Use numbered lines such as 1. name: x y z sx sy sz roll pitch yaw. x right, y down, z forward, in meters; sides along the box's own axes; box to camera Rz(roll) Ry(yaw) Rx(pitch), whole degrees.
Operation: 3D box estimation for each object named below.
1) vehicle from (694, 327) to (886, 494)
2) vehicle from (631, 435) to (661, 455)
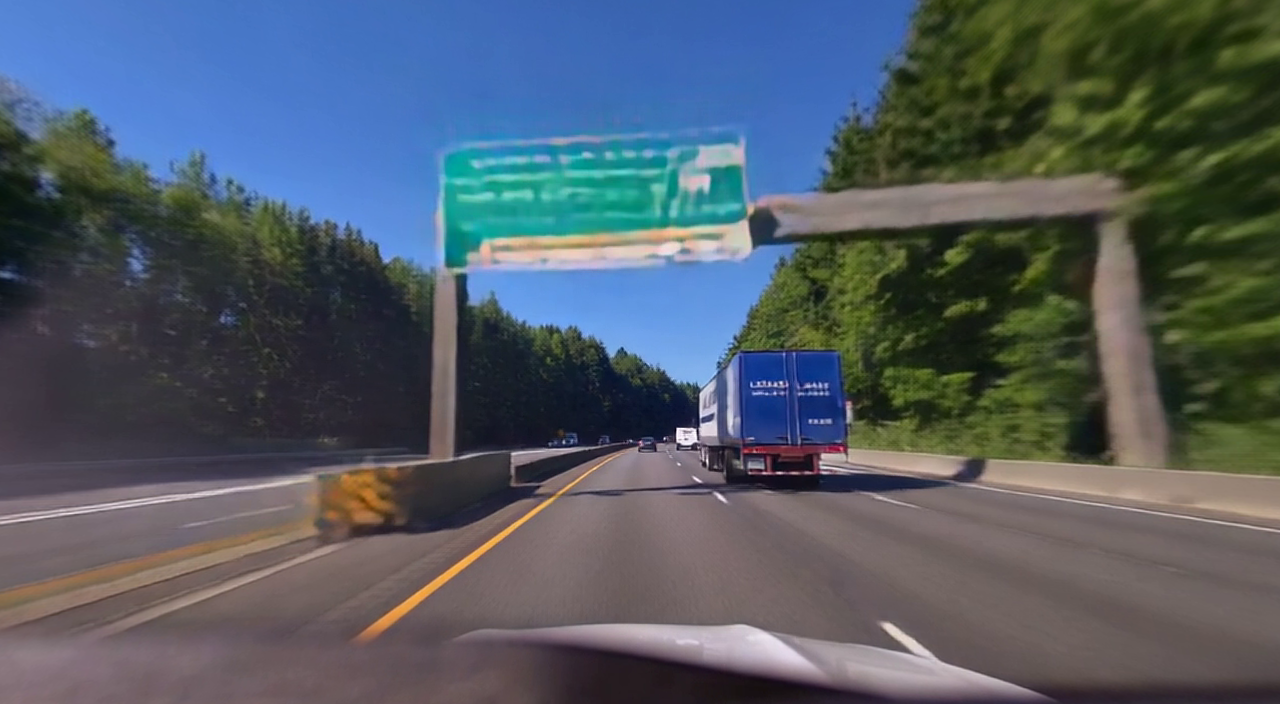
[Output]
1. vehicle: 4.224 2.315 22.247 3.171 4.072 13.784 0 -8 -1
2. vehicle: 0.464 7.182 48.918 2.209 1.499 4.144 0 -8 1
